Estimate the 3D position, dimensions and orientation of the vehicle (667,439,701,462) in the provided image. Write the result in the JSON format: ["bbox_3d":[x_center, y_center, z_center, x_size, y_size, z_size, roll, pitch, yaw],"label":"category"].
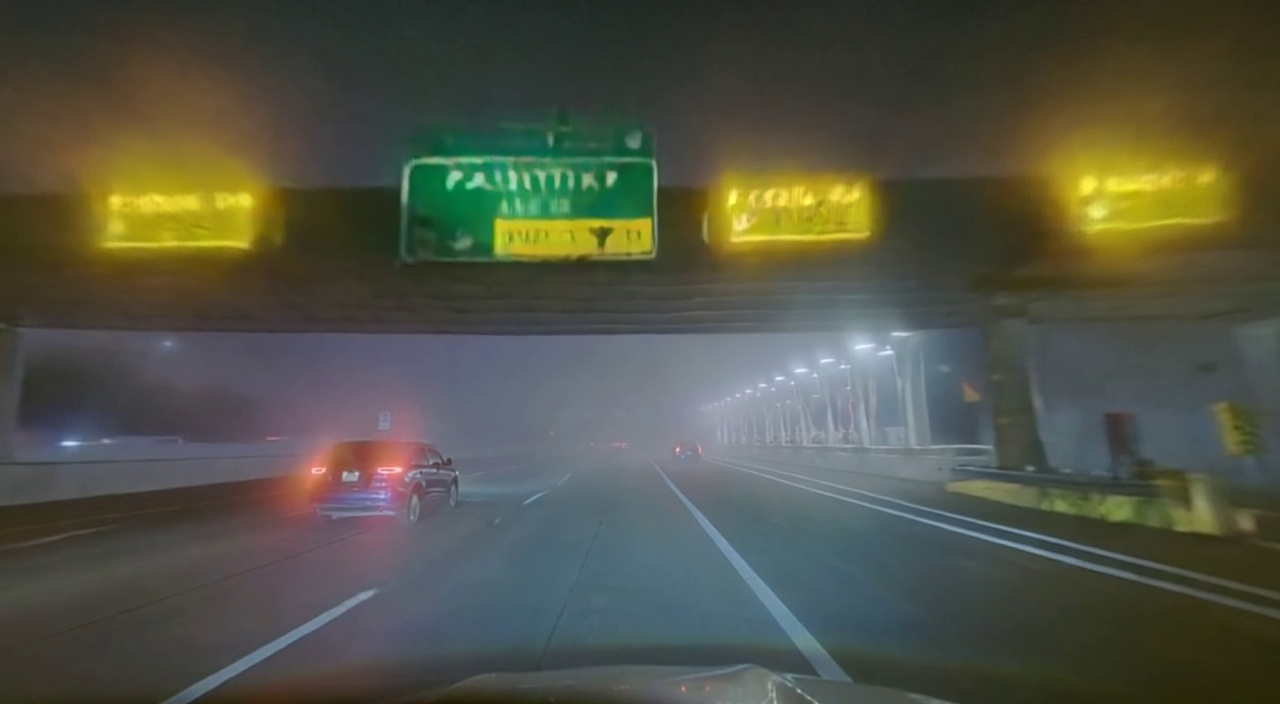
[{"bbox_3d":[3.317,7.572,48.651,2.072,1.639,4.919,0,-8,-2],"label":"vehicle"}]

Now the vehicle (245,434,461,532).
[{"bbox_3d":[-4.973,2.310,11.797,1.981,1.465,4.334,0,-8,0],"label":"vehicle"}]

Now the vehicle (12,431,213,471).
[{"bbox_3d":[-20.404,3.841,24.711,2.116,1.402,5.632,-7,-11,40],"label":"vehicle"}]
